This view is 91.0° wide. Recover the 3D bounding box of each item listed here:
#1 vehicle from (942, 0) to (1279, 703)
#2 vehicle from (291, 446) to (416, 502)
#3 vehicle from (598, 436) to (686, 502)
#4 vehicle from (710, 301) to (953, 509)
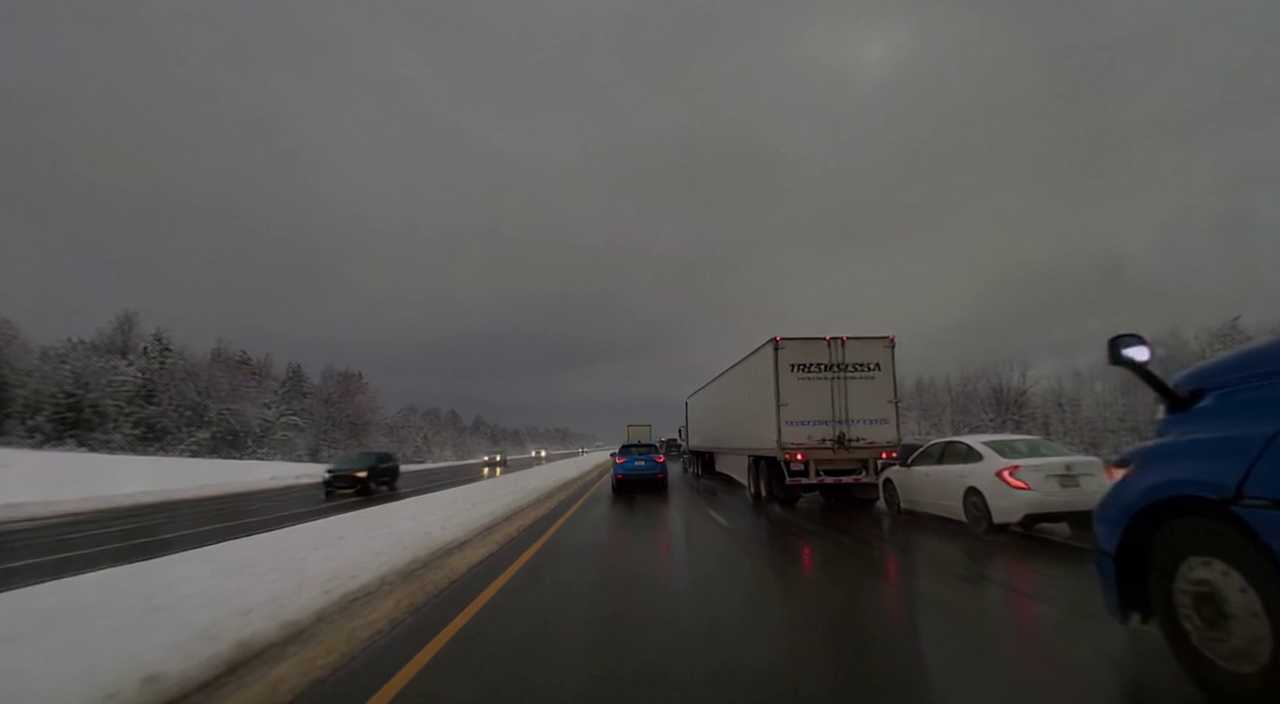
[{"bbox_3d":[4.257,-0.290,1.890,3.150,4.051,6.527,0,-8,-2],"label":"vehicle"},{"bbox_3d":[-10.004,4.254,22.450,2.259,1.699,4.510,-1,-8,1],"label":"vehicle"},{"bbox_3d":[0.018,2.993,16.564,2.045,1.507,3.763,-1,-8,-1],"label":"vehicle"},{"bbox_3d":[4.413,1.716,17.724,3.235,4.197,9.908,0,-8,-3],"label":"vehicle"}]
